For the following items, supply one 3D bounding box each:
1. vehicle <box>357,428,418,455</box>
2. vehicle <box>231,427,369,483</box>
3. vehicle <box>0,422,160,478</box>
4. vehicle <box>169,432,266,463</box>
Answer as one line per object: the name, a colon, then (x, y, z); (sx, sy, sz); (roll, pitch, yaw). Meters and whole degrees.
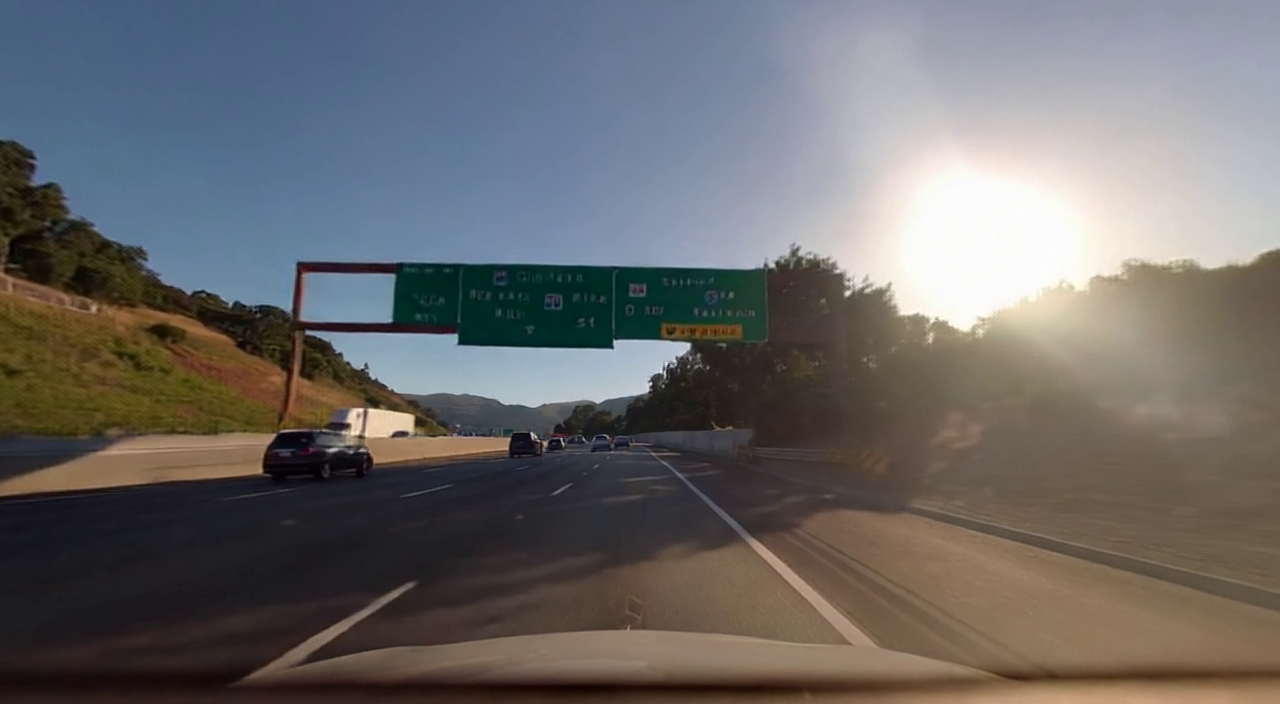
vehicle: (-18.606, 6.667, 46.598); (2.179, 1.790, 5.517); (1, -9, 1)
vehicle: (-11.097, 3.389, 20.947); (2.001, 1.625, 4.528); (1, -8, 1)
vehicle: (-18.071, 3.110, 20.095); (1.889, 1.546, 4.305); (1, -8, 1)
vehicle: (-21.882, 4.967, 32.760); (1.843, 1.468, 4.587); (1, -8, 0)
